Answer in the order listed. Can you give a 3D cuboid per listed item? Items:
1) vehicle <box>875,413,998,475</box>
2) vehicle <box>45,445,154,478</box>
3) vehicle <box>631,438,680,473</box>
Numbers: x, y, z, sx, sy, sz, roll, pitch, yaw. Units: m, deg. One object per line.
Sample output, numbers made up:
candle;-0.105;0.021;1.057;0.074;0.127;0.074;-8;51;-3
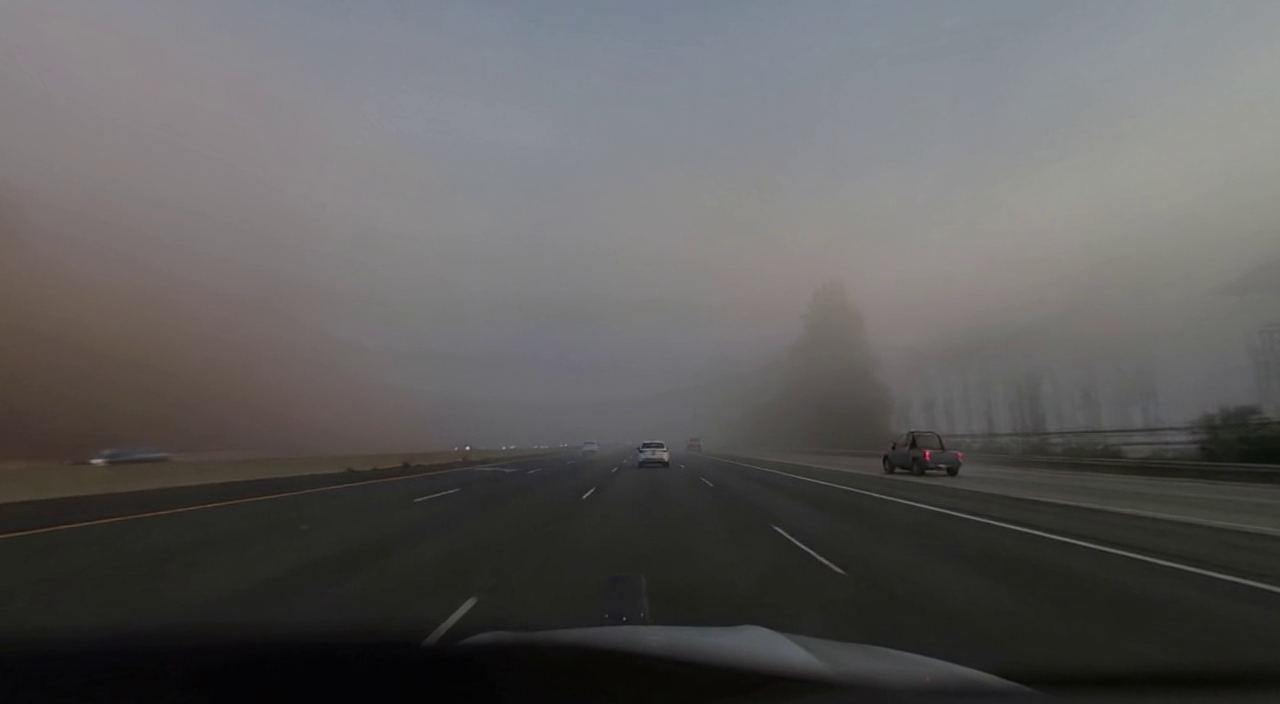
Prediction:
vehicle;12.950;4.095;28.193;2.336;2.415;6.056;0;-8;-2
vehicle;-32.266;6.525;37.871;2.002;1.777;5.022;0;-8;1
vehicle;0.664;4.734;29.135;2.112;1.482;4.082;0;-8;0
